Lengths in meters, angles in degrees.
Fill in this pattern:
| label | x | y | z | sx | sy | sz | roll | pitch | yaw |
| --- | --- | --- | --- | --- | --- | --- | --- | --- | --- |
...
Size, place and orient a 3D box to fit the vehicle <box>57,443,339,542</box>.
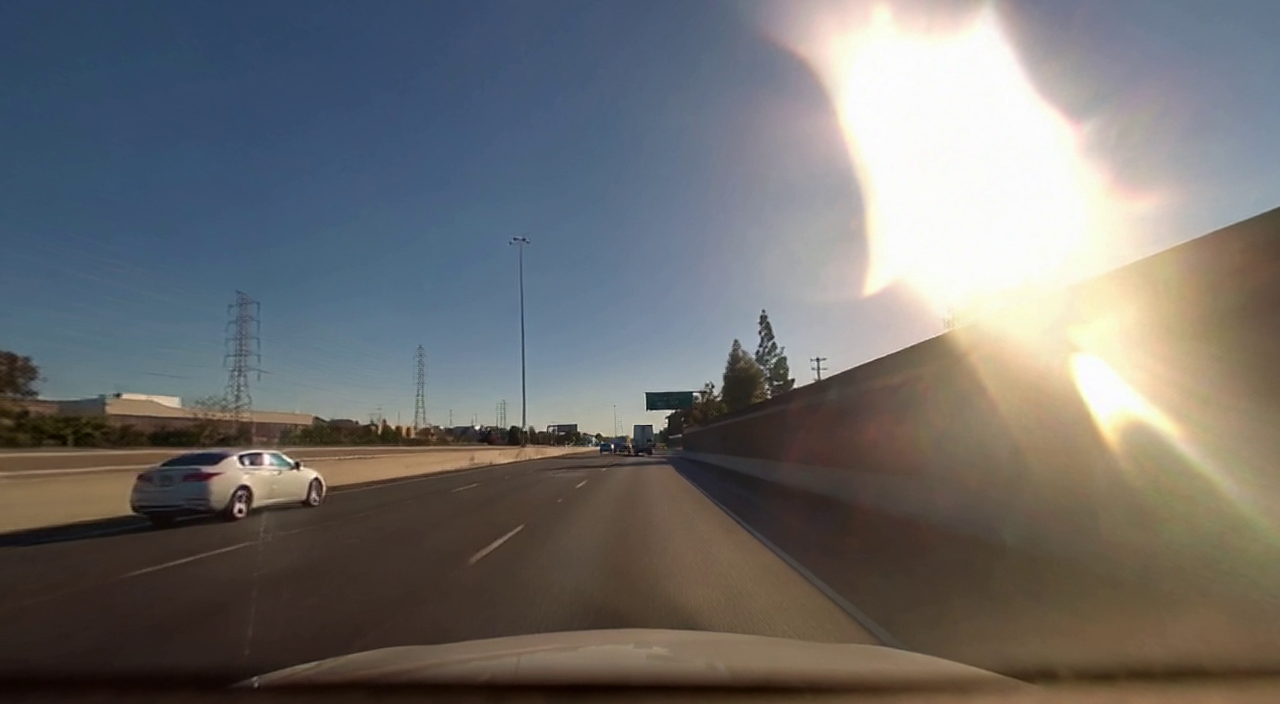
| label | x | y | z | sx | sy | sz | roll | pitch | yaw |
| --- | --- | --- | --- | --- | --- | --- | --- | --- | --- |
| vehicle | -7.768 | 2.450 | 11.814 | 1.979 | 1.470 | 4.485 | 0 | -8 | 1 |
